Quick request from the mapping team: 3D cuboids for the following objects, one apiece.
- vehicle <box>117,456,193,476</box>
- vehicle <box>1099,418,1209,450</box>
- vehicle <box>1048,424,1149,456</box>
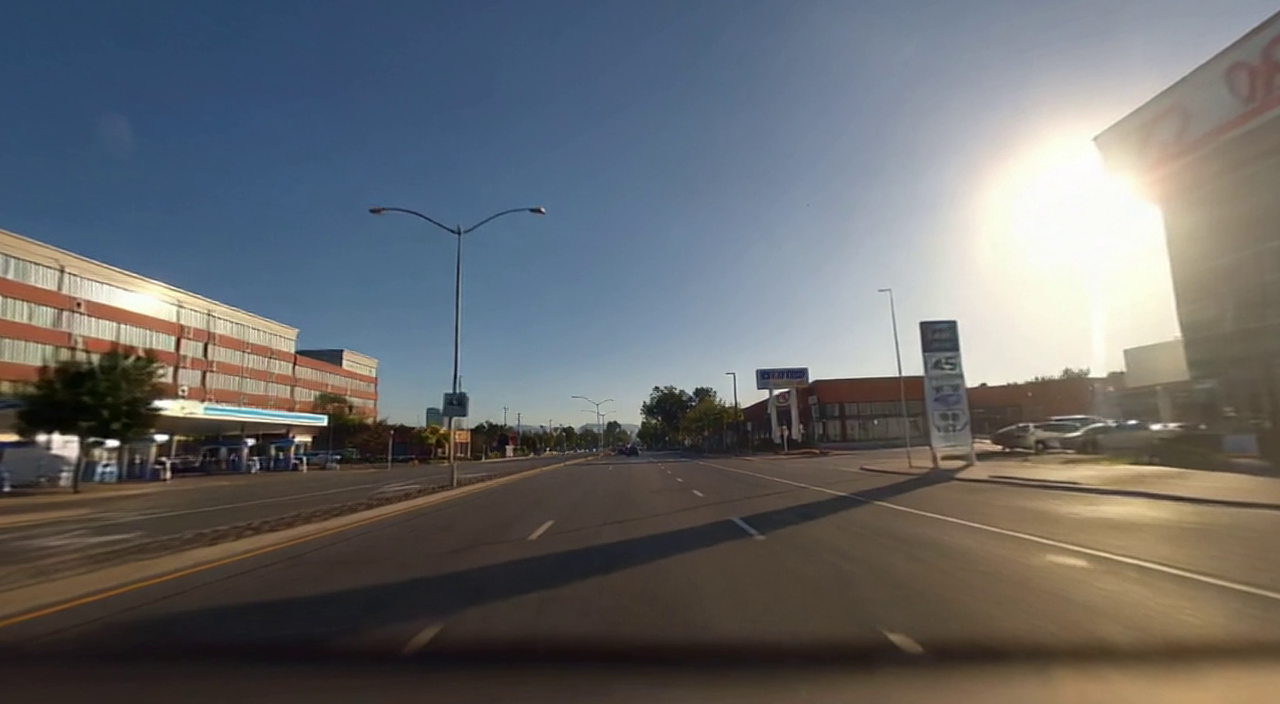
[{"bbox_3d":[-35.346,8.305,46.104,4.209,1.441,1.793,-1,-9,5],"label":"vehicle"},{"bbox_3d":[25.730,4.179,31.853,1.870,1.467,4.401,0,-8,1],"label":"vehicle"},{"bbox_3d":[23.066,4.527,32.027,1.747,1.371,4.368,-3,-10,0],"label":"vehicle"}]
